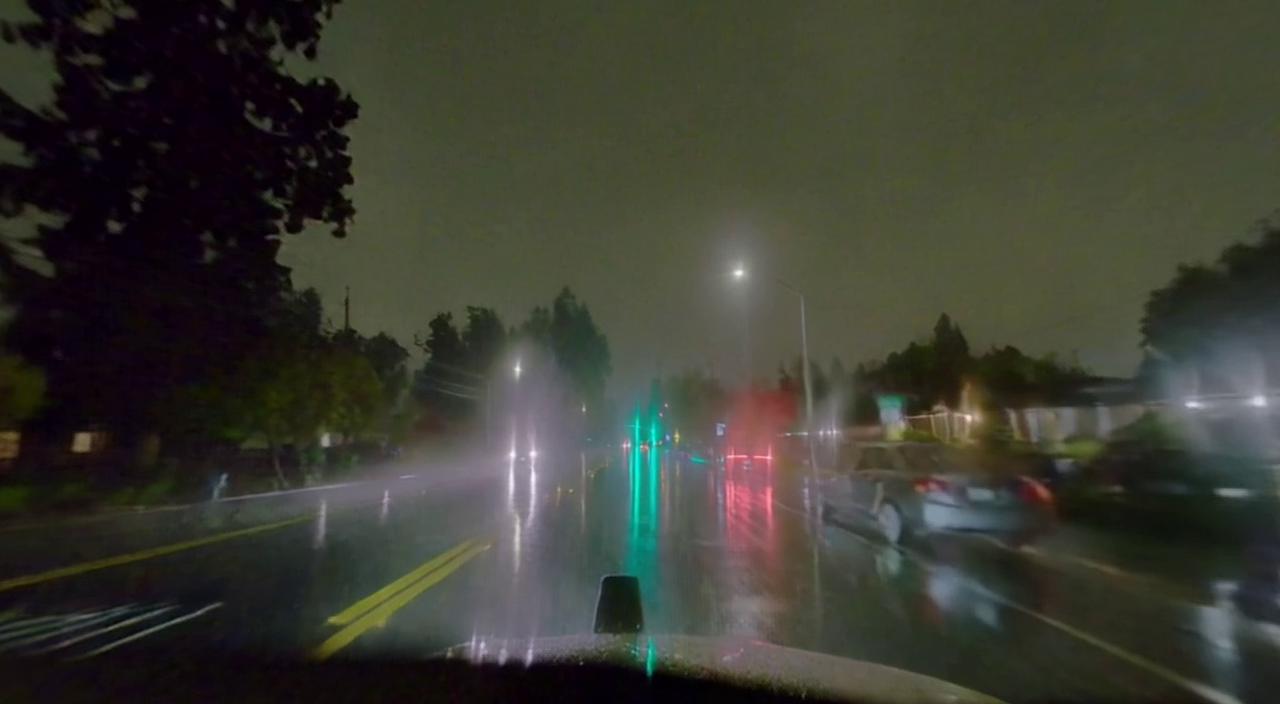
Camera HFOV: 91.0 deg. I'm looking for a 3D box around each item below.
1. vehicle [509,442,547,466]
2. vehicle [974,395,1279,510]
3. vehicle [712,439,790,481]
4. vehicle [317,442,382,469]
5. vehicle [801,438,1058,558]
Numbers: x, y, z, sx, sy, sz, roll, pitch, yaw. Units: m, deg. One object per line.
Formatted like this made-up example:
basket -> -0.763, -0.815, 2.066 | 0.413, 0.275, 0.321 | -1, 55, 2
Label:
vehicle -> -7.770, 7.123, 44.037 | 1.867, 1.603, 3.983 | 0, -8, 1
vehicle -> 10.090, 1.984, 12.721 | 5.332, 1.912, 2.147 | -3, -8, 1
vehicle -> 4.467, 4.450, 26.312 | 2.154, 1.550, 5.785 | 0, -8, -1
vehicle -> -22.471, 7.991, 48.769 | 4.052, 1.641, 1.939 | -5, -7, -2
vehicle -> 4.245, 2.186, 10.377 | 1.968, 1.482, 4.991 | 0, -8, 1
